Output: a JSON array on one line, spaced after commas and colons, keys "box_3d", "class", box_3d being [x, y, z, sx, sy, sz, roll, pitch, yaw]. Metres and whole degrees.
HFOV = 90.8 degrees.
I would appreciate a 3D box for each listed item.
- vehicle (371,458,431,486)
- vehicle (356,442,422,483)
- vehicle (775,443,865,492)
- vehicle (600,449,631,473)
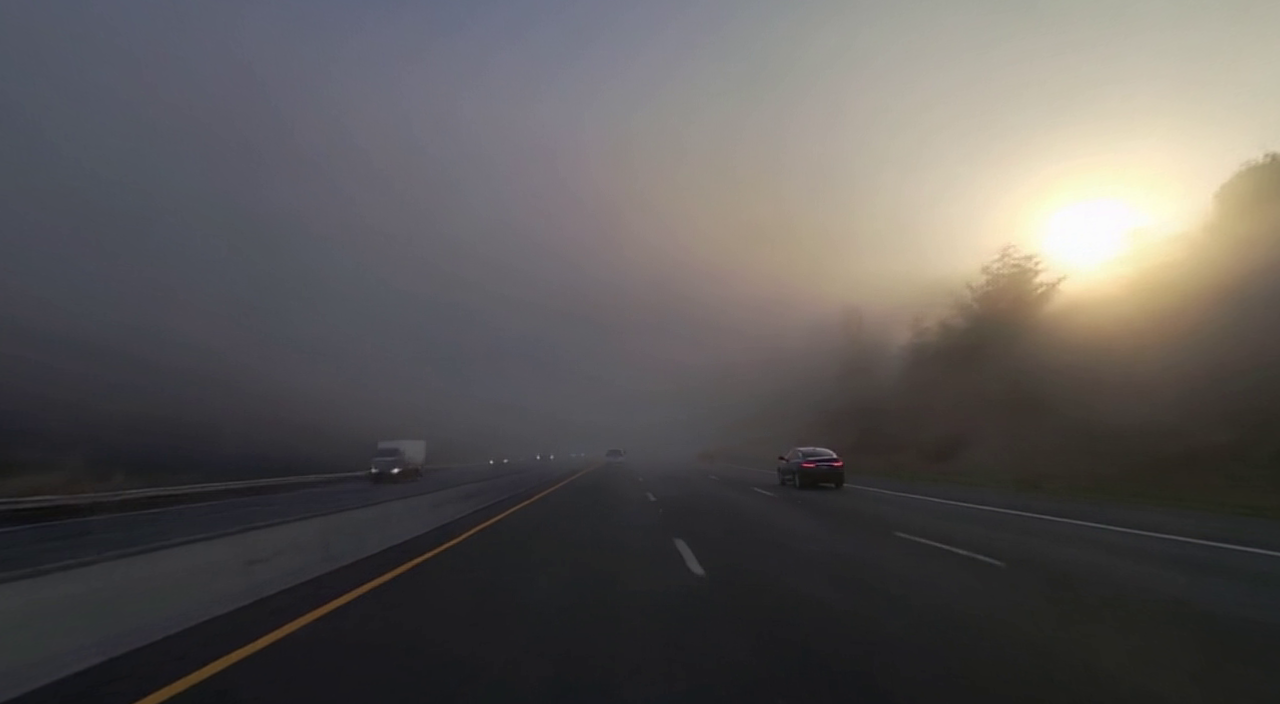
[{"box_3d": [-13.940, 7.011, 37.037, 1.897, 1.488, 4.214, 0, -9, -1], "class": "vehicle"}, {"box_3d": [-17.615, 7.777, 44.619, 2.368, 2.652, 5.789, 0, -9, -1], "class": "vehicle"}, {"box_3d": [6.239, 4.034, 22.387, 1.903, 1.566, 3.866, 0, -9, -3], "class": "vehicle"}, {"box_3d": [-1.632, 7.388, 42.900, 2.021, 1.507, 4.272, 0, -9, -1], "class": "vehicle"}]
